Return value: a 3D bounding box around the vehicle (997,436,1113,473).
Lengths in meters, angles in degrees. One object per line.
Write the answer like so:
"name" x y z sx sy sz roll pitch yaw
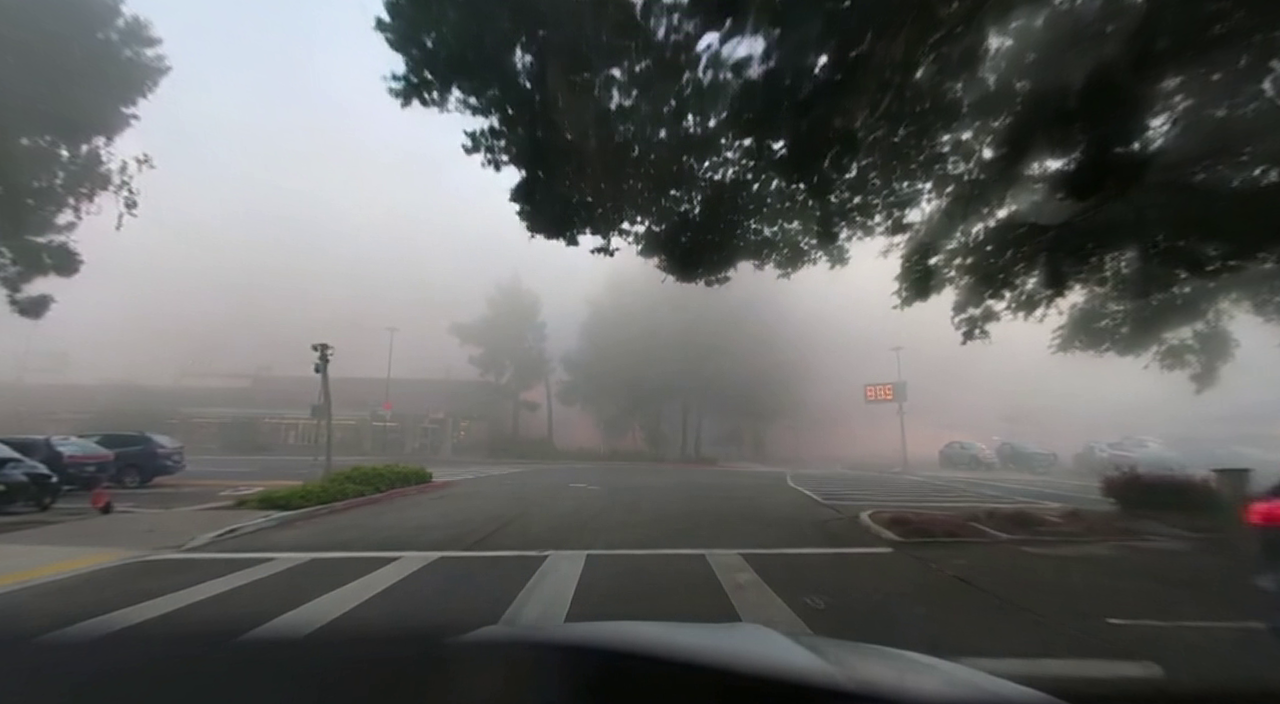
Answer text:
"vehicle" 18.543 4.589 28.542 1.804 1.502 4.815 0 -8 -2

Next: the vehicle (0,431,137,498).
"vehicle" -15.548 2.844 16.202 3.775 1.588 2.000 4 -9 -30

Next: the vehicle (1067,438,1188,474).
"vehicle" 21.524 4.602 28.155 1.861 1.460 4.329 0 -8 -1

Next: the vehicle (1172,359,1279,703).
"vehicle" 5.861 0.791 2.326 5.671 1.718 2.227 0 -8 1

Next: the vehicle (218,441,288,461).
"vehicle" -29.912 7.637 48.862 4.431 1.449 1.808 5 -10 -32

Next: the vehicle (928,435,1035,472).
"vehicle" 15.256 4.570 28.603 2.140 1.507 4.856 0 -8 0
